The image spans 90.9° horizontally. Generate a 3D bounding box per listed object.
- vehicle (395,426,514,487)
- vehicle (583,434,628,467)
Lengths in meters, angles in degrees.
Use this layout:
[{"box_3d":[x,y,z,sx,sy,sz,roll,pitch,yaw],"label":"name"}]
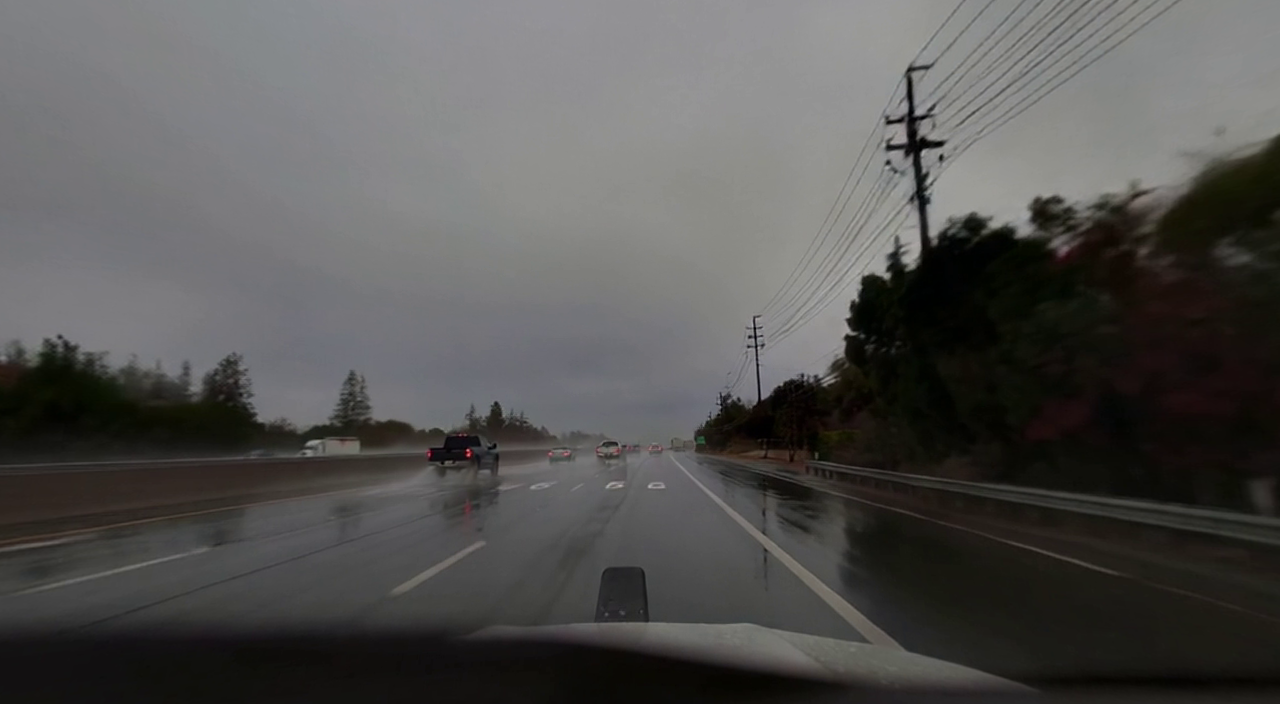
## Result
[{"box_3d":[-6.790,3.953,24.190,2.460,1.992,6.474,0,-8,1],"label":"vehicle"},{"box_3d":[-2.195,6.491,41.779,2.448,2.025,5.193,-1,-8,3],"label":"vehicle"}]
